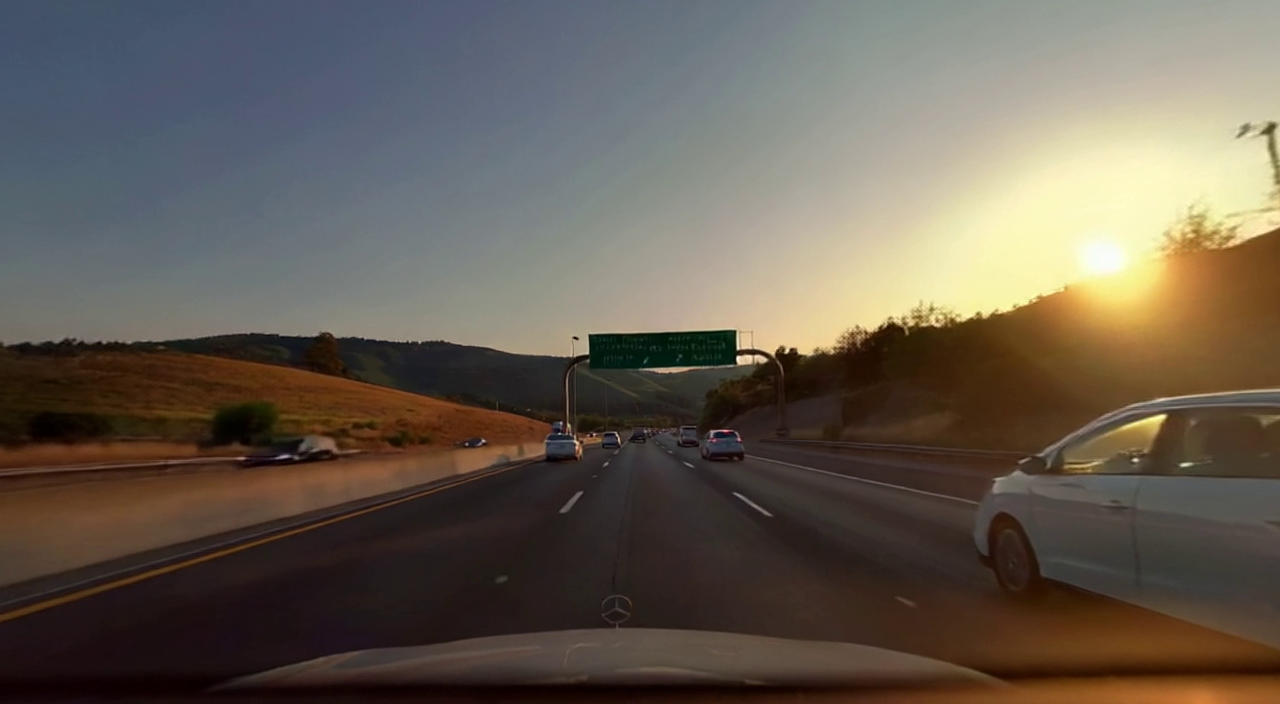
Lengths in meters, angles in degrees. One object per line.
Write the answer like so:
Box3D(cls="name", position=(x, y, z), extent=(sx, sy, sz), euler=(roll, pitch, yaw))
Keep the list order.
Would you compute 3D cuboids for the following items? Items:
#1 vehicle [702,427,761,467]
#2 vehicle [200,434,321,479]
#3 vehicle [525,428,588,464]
Box3D(cls="vehicle", position=(3.630, 3.821, 25.585), extent=(1.806, 1.469, 3.681), euler=(0, -8, -1))
Box3D(cls="vehicle", position=(-14.581, 4.006, 24.550), extent=(2.015, 1.577, 4.262), euler=(0, -8, 0))
Box3D(cls="vehicle", position=(-3.627, 4.173, 28.120), extent=(2.204, 1.486, 4.121), euler=(0, -8, 0))
